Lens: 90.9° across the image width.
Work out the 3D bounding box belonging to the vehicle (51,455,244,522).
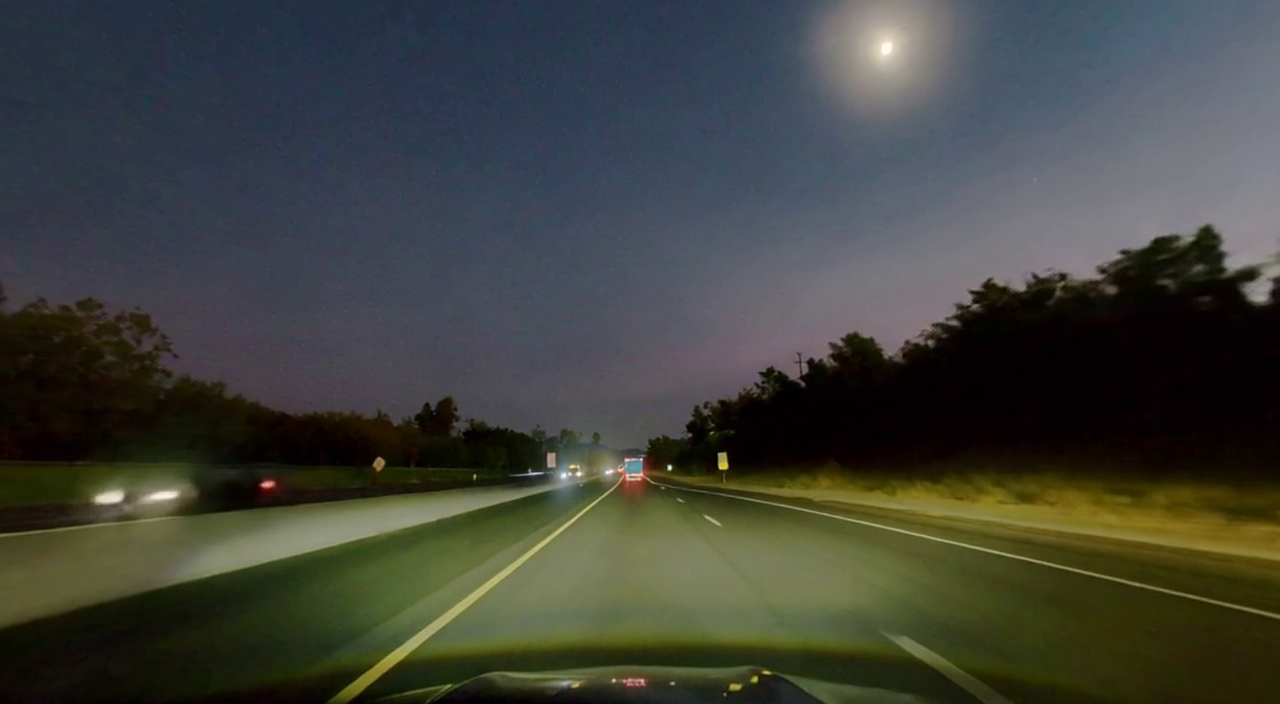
[{"bbox_3d":[-12.925,3.609,16.912,2.061,1.529,3.742,1,-11,0],"label":"vehicle"}]
